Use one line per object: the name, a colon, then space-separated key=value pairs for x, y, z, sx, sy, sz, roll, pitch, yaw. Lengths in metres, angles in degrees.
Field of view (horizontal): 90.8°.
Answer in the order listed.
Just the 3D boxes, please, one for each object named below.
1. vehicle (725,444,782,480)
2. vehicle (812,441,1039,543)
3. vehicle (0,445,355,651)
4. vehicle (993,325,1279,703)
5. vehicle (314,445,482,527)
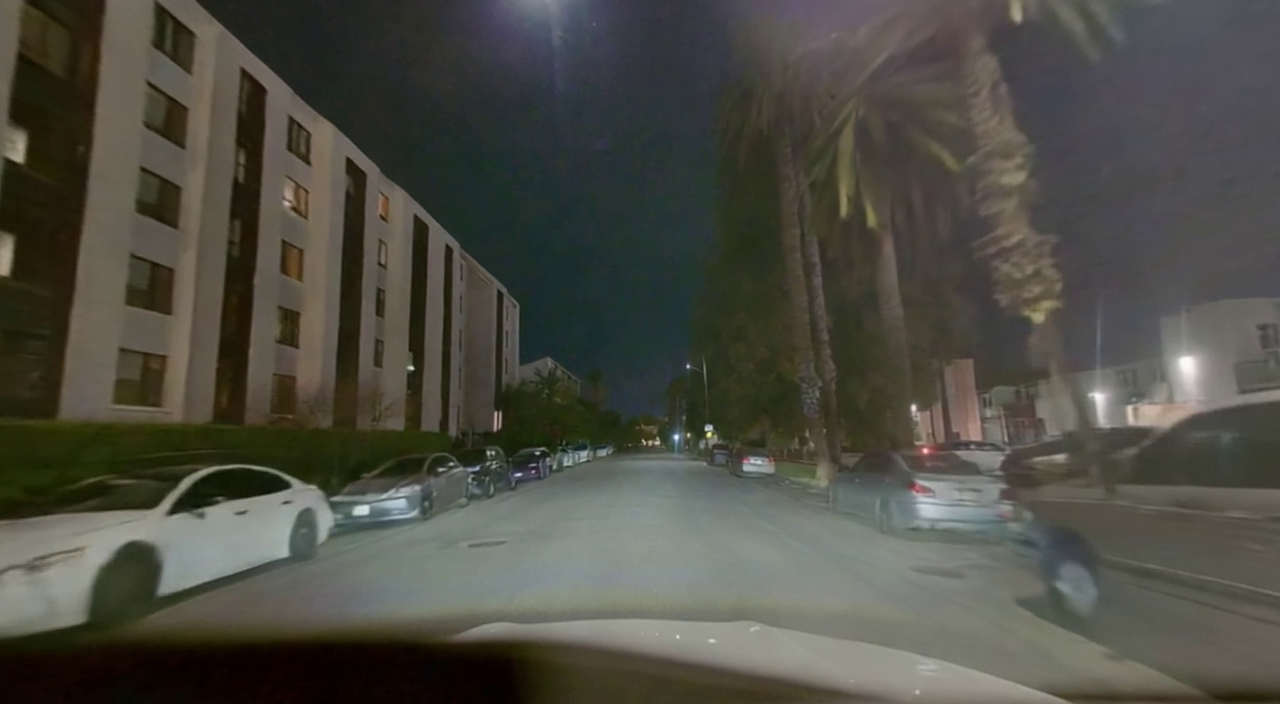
vehicle: x=5.198 y=5.070 z=29.507 sx=1.991 sy=1.525 sz=5.203 roll=-1 pitch=-8 yaw=3
vehicle: x=4.882 y=2.433 z=11.806 sx=2.026 sy=1.474 sz=4.859 roll=0 pitch=-8 yaw=1
vehicle: x=-5.298 y=1.814 z=7.078 sx=2.031 sy=1.505 sz=4.540 roll=0 pitch=-8 yaw=1
vehicle: x=4.494 y=0.807 z=2.720 sx=2.570 sy=2.005 sz=6.020 roll=0 pitch=-8 yaw=1
vehicle: x=-5.088 y=2.852 z=14.074 sx=1.997 sy=1.497 sz=4.437 roll=0 pitch=-9 yaw=0
